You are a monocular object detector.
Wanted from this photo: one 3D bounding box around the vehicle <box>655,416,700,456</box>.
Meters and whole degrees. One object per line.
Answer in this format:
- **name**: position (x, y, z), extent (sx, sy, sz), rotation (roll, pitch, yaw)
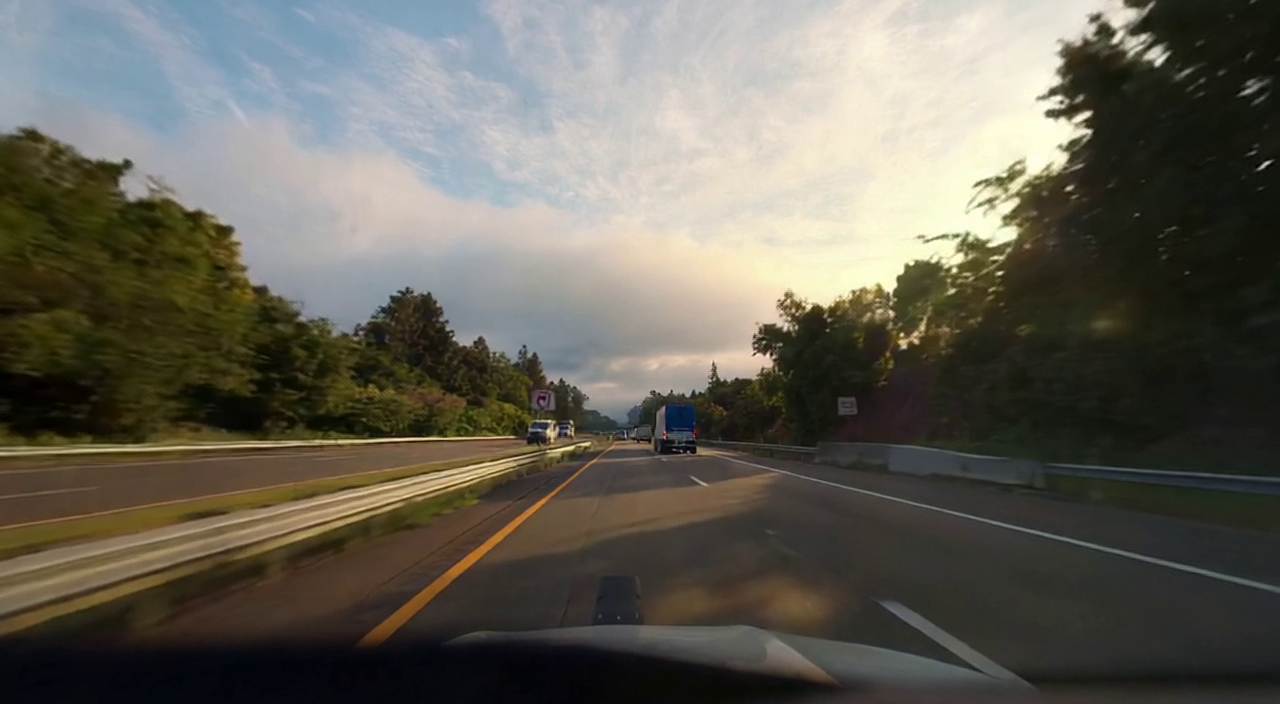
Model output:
- **vehicle**: position (2.572, 6.003, 45.029), extent (2.570, 2.596, 6.082), rotation (0, -8, -3)
